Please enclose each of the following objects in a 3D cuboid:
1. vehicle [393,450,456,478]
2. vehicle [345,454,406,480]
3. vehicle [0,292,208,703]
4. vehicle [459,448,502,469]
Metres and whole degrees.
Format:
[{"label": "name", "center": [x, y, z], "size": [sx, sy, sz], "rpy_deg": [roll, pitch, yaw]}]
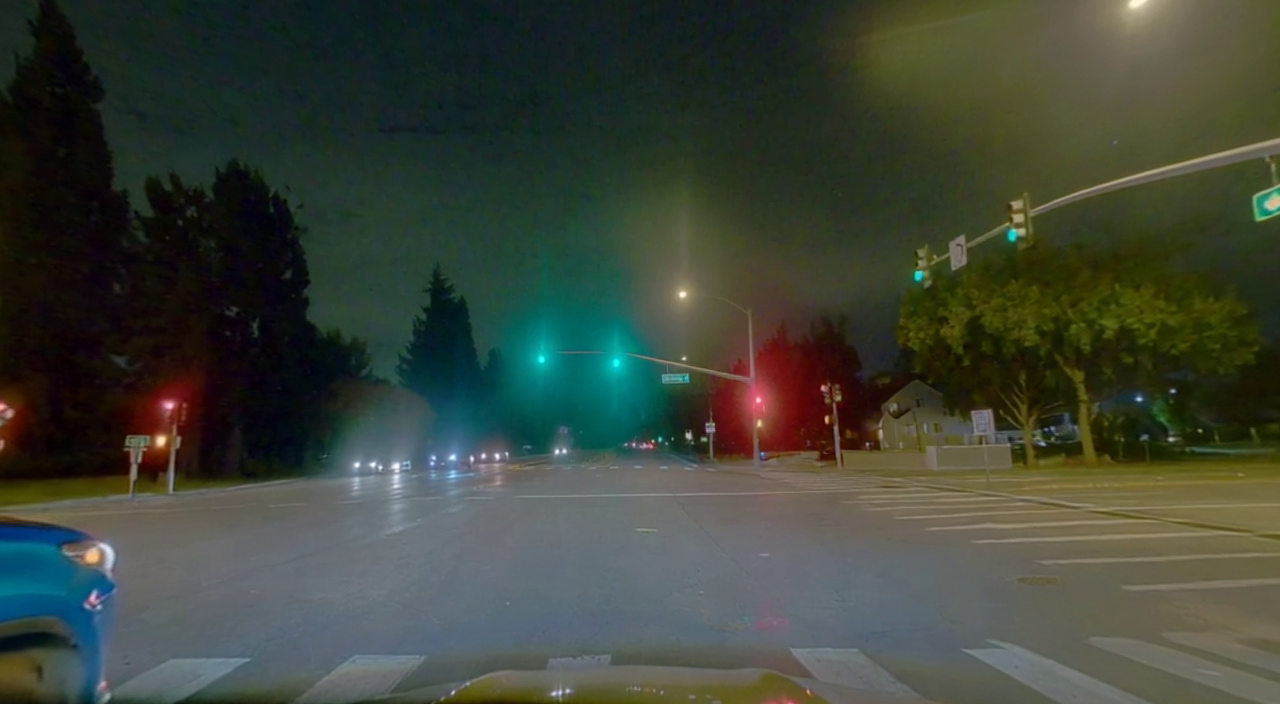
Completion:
[{"label": "vehicle", "center": [-12.522, 6.536, 36.982], "size": [2.028, 1.455, 4.421], "rpy_deg": [0, -8, 2]}, {"label": "vehicle", "center": [-16.123, 7.017, 38.711], "size": [1.830, 1.440, 4.351], "rpy_deg": [0, -8, 1]}, {"label": "vehicle", "center": [-3.143, 0.522, 0.695], "size": [2.123, 1.799, 4.425], "rpy_deg": [0, -8, 1]}, {"label": "vehicle", "center": [-11.848, 7.945, 47.105], "size": [1.980, 1.452, 4.318], "rpy_deg": [0, -8, 2]}]
